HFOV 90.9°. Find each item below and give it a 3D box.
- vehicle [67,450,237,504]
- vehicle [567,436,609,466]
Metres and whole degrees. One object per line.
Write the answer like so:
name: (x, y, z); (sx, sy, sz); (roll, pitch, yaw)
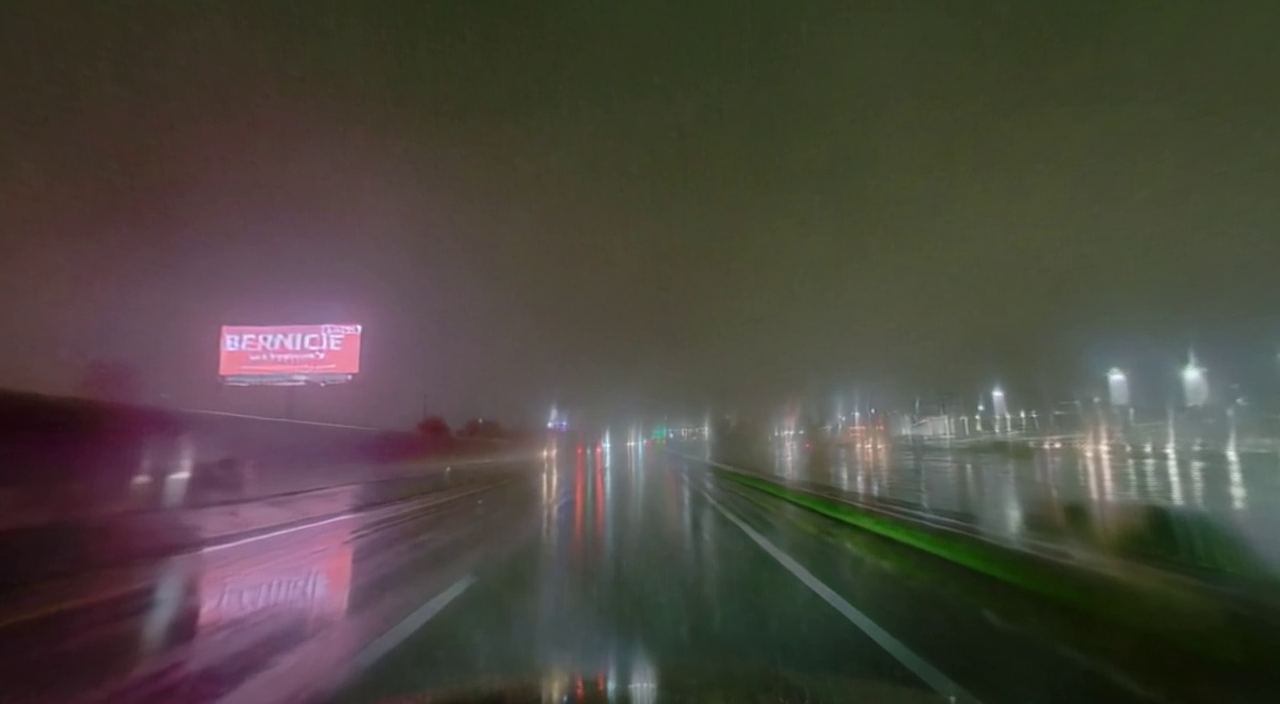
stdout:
vehicle: (-15.242, 3.876, 20.106); (1.789, 1.464, 4.599); (0, -8, -1)
vehicle: (-3.335, 6.472, 41.420); (2.159, 1.793, 5.027); (-1, -8, 1)
